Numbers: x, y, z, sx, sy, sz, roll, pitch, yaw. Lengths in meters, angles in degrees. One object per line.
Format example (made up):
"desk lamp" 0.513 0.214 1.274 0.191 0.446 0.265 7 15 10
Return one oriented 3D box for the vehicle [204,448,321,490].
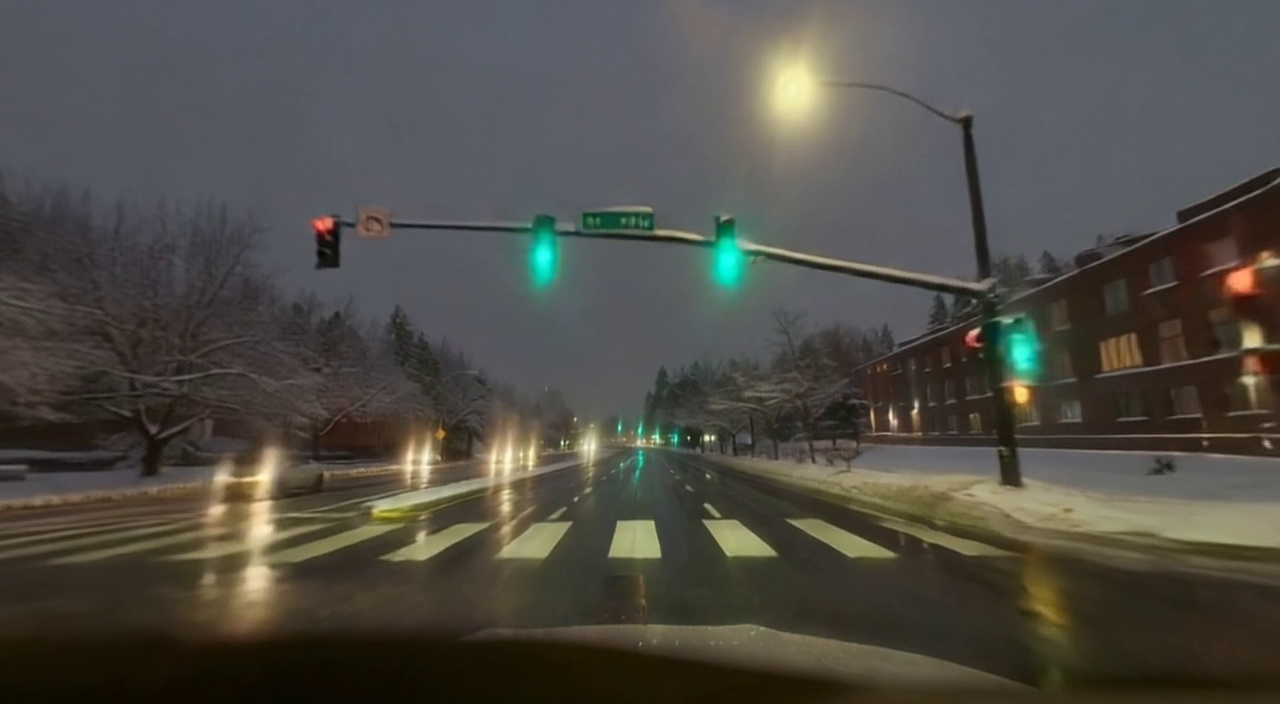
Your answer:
"vehicle" -15.071 4.671 25.394 1.920 1.499 4.378 0 -8 1
